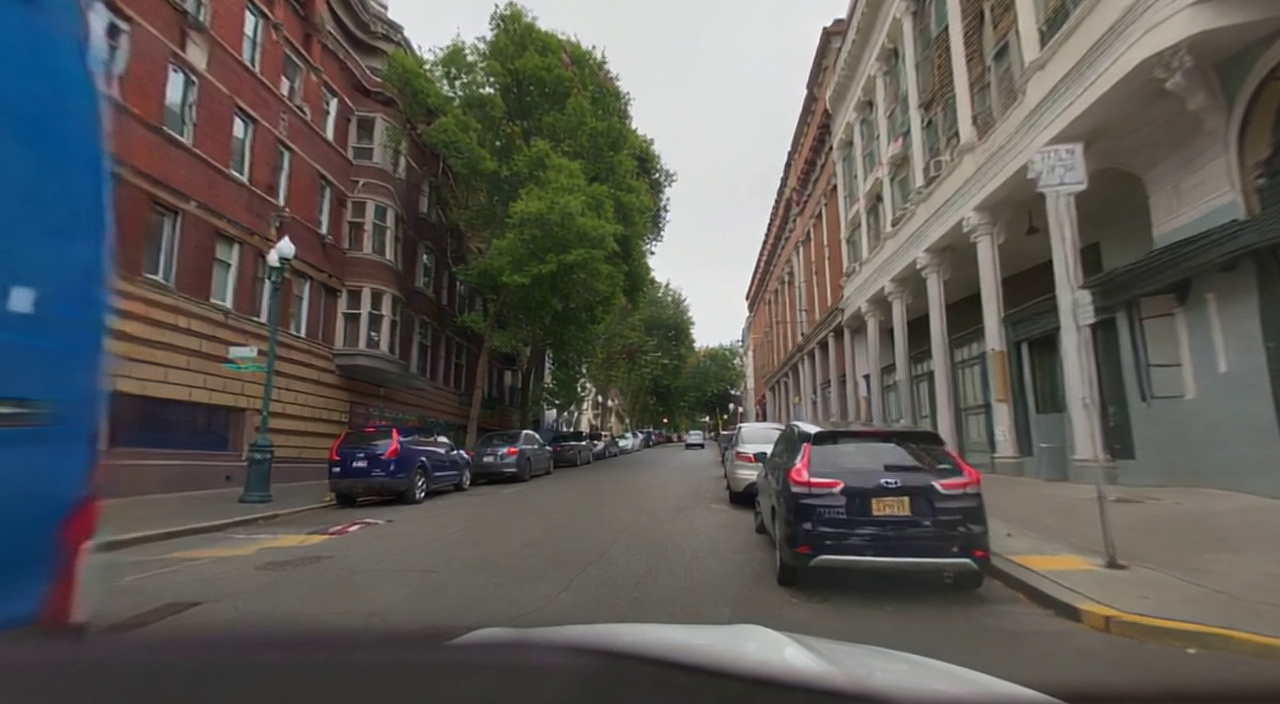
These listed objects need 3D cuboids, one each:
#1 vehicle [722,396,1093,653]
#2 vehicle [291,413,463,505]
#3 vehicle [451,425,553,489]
[{"bbox_3d":[1.864,1.325,6.107,1.925,1.481,4.653,-1,-8,5],"label":"vehicle"},{"bbox_3d":[-4.973,2.072,12.400,1.875,1.564,2.982,-1,-9,5],"label":"vehicle"},{"bbox_3d":[-3.977,3.049,18.909,1.867,1.519,3.920,1,-4,5],"label":"vehicle"}]
